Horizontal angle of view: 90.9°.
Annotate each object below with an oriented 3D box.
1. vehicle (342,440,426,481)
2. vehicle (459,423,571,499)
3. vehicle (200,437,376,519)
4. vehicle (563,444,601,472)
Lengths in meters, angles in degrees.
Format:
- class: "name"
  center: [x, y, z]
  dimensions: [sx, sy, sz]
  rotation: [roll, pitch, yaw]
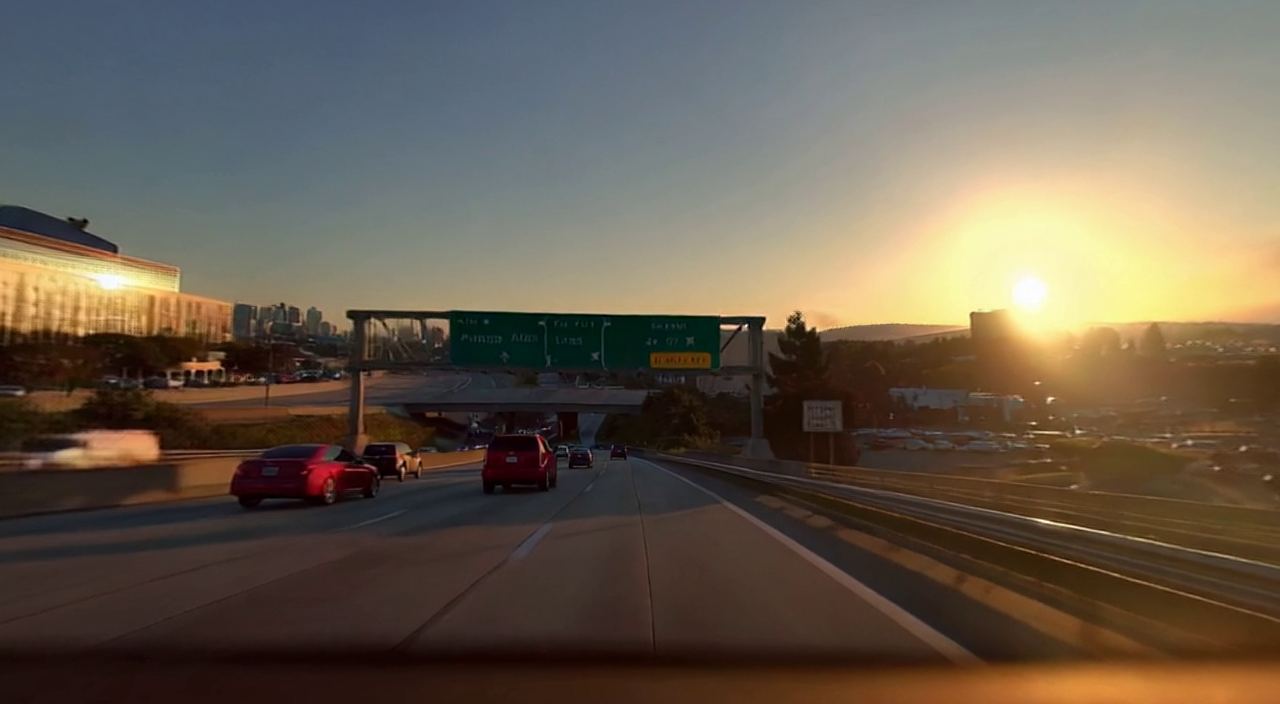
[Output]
- class: "vehicle"
  center: [-11.315, 4.796, 28.214]
  dimensions: [1.919, 1.665, 4.394]
  rotation: [0, -8, -1]
- class: "vehicle"
  center: [-3.595, 3.255, 19.338]
  dimensions: [2.301, 1.985, 5.247]
  rotation: [0, -8, 1]
- class: "vehicle"
  center: [-7.348, 2.621, 13.609]
  dimensions: [1.796, 1.509, 3.393]
  rotation: [0, -8, 0]
- class: "vehicle"
  center: [-3.494, 6.426, 38.456]
  dimensions: [1.955, 1.614, 3.817]
  rotation: [0, -8, 0]
